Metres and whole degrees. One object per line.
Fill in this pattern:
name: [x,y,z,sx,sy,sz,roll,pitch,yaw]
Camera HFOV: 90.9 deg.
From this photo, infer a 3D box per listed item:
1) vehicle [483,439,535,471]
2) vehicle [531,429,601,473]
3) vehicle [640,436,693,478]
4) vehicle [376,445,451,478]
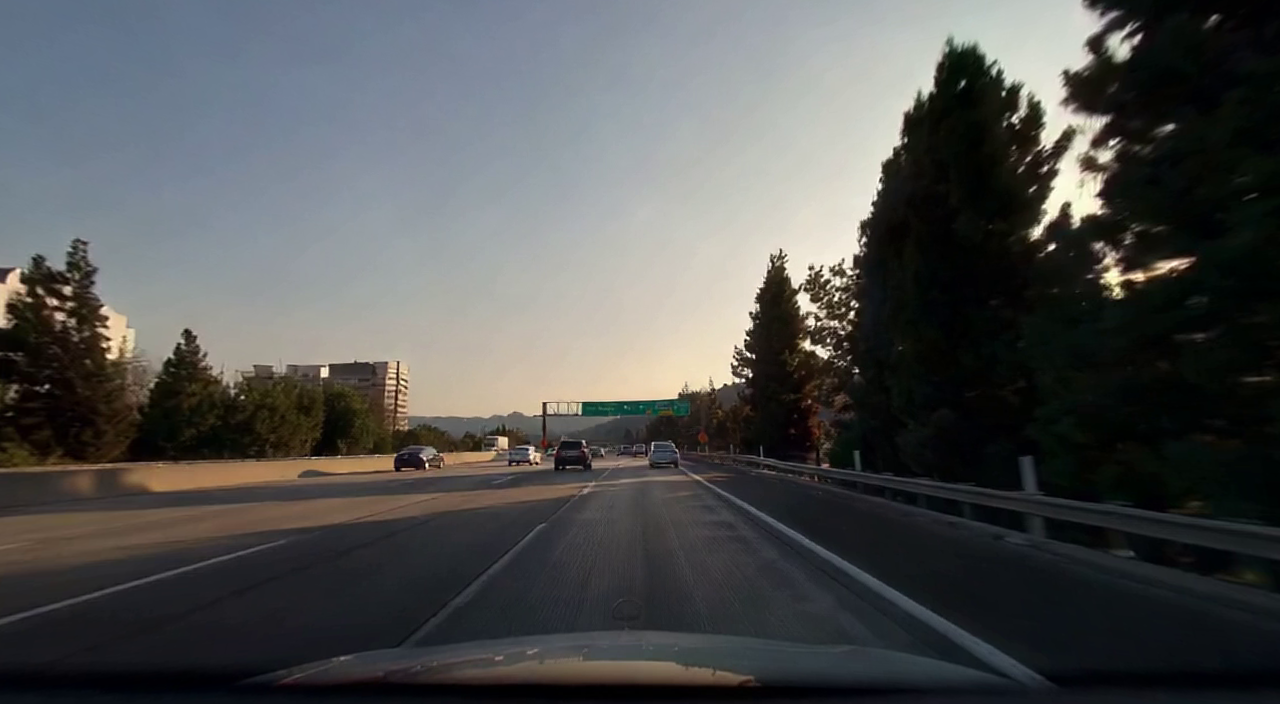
vehicle: [-7.770,6.133,37.890,2.078,1.779,4.610,0,-8,1]
vehicle: [-3.651,5.070,32.424,2.751,2.050,5.761,0,-8,1]
vehicle: [1.082,4.708,28.609,2.135,1.697,4.757,0,-8,-1]
vehicle: [-11.046,5.343,31.152,1.951,1.491,4.697,0,-8,1]
